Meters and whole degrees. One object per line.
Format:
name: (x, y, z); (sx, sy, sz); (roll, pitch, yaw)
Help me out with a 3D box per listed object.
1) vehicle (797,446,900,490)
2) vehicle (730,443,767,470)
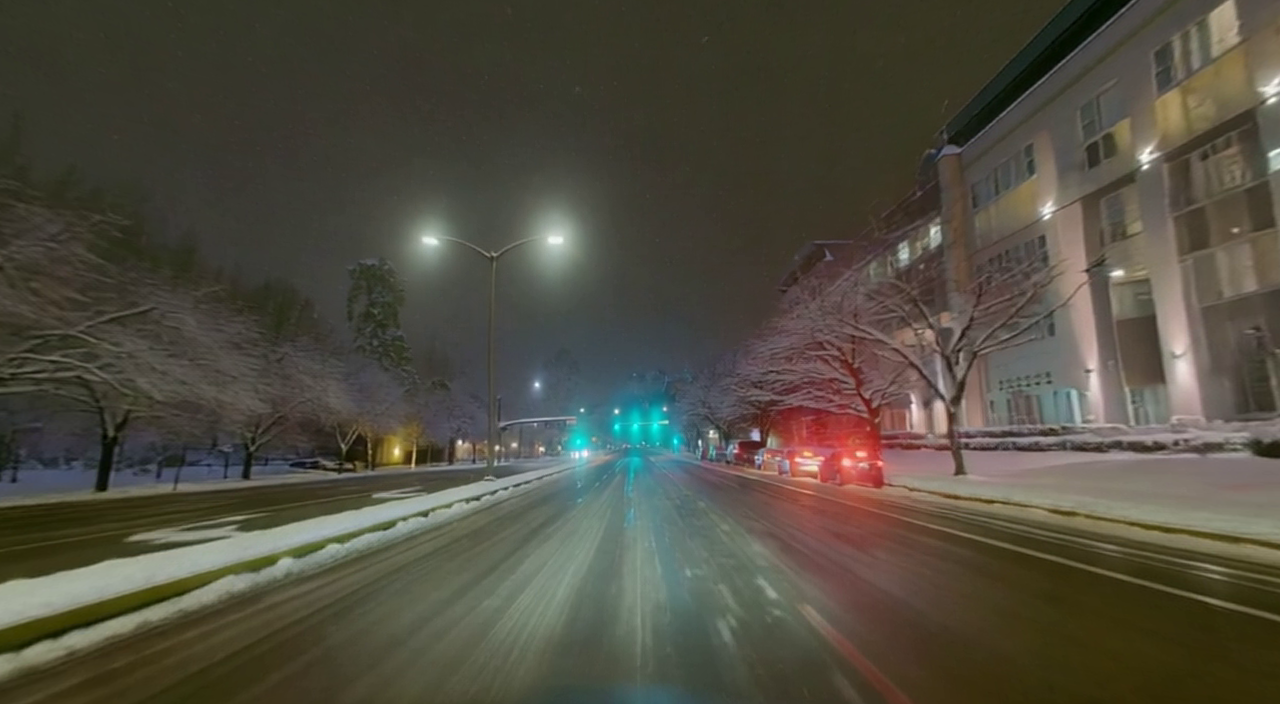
vehicle: (7.534, 4.225, 23.444); (2.066, 1.451, 4.783); (0, -8, -2)
vehicle: (7.662, 7.390, 44.934); (1.939, 1.761, 4.711); (0, -8, 1)
